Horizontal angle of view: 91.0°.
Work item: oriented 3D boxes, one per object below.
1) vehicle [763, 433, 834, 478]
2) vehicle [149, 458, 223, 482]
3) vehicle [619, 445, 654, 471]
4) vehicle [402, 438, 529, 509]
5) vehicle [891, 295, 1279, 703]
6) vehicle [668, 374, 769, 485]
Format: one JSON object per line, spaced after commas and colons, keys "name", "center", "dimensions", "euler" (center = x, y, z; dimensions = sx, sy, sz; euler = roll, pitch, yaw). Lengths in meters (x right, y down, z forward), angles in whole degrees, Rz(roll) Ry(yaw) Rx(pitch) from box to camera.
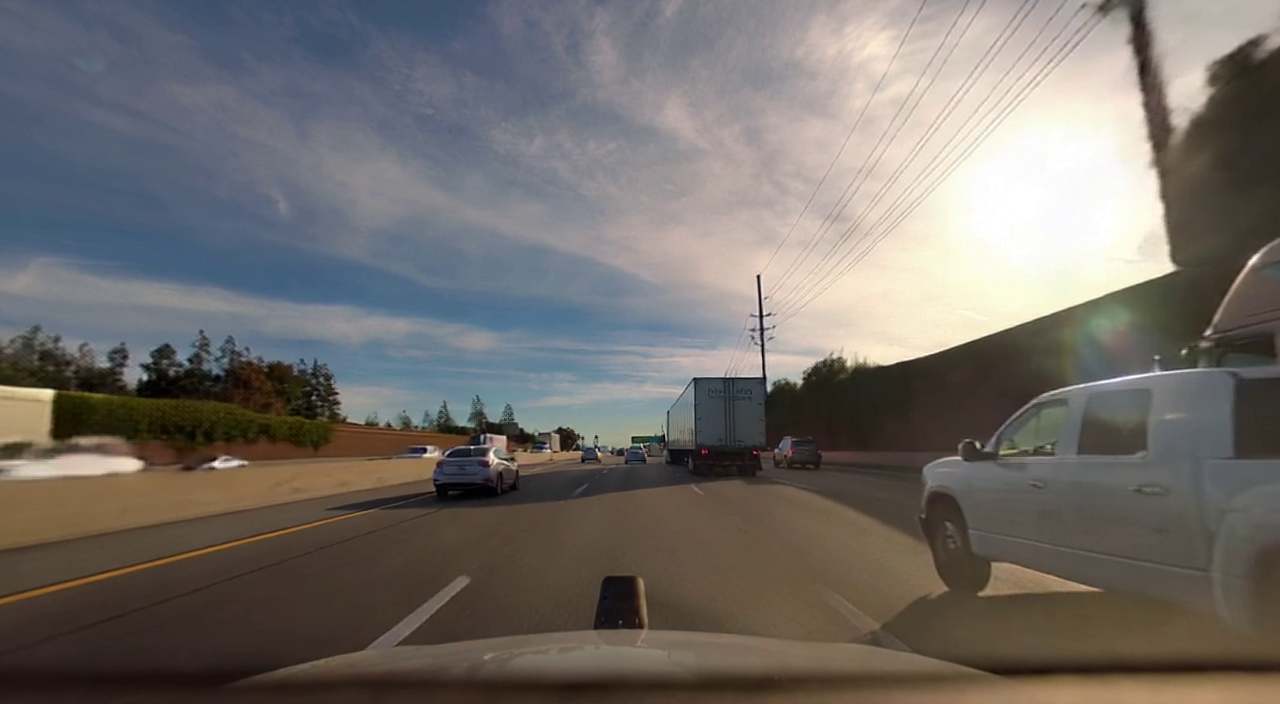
{"name": "vehicle", "center": [7.360, 4.846, 29.790], "dimensions": [2.079, 1.938, 4.630], "euler": [0, -8, -1]}
{"name": "vehicle", "center": [-30.805, 7.983, 42.883], "dimensions": [1.956, 1.447, 4.610], "euler": [1, -8, -5]}
{"name": "vehicle", "center": [-0.154, 6.418, 38.432], "dimensions": [2.047, 1.485, 3.938], "euler": [0, -8, 1]}
{"name": "vehicle", "center": [-4.137, 2.927, 15.623], "dimensions": [1.968, 1.507, 3.829], "euler": [0, -8, 1]}
{"name": "vehicle", "center": [3.415, 0.873, 3.255], "dimensions": [2.132, 1.869, 4.978], "euler": [0, -8, 0]}
{"name": "vehicle", "center": [3.302, 4.066, 31.679], "dimensions": [2.907, 4.109, 16.177], "euler": [0, -8, 0]}
